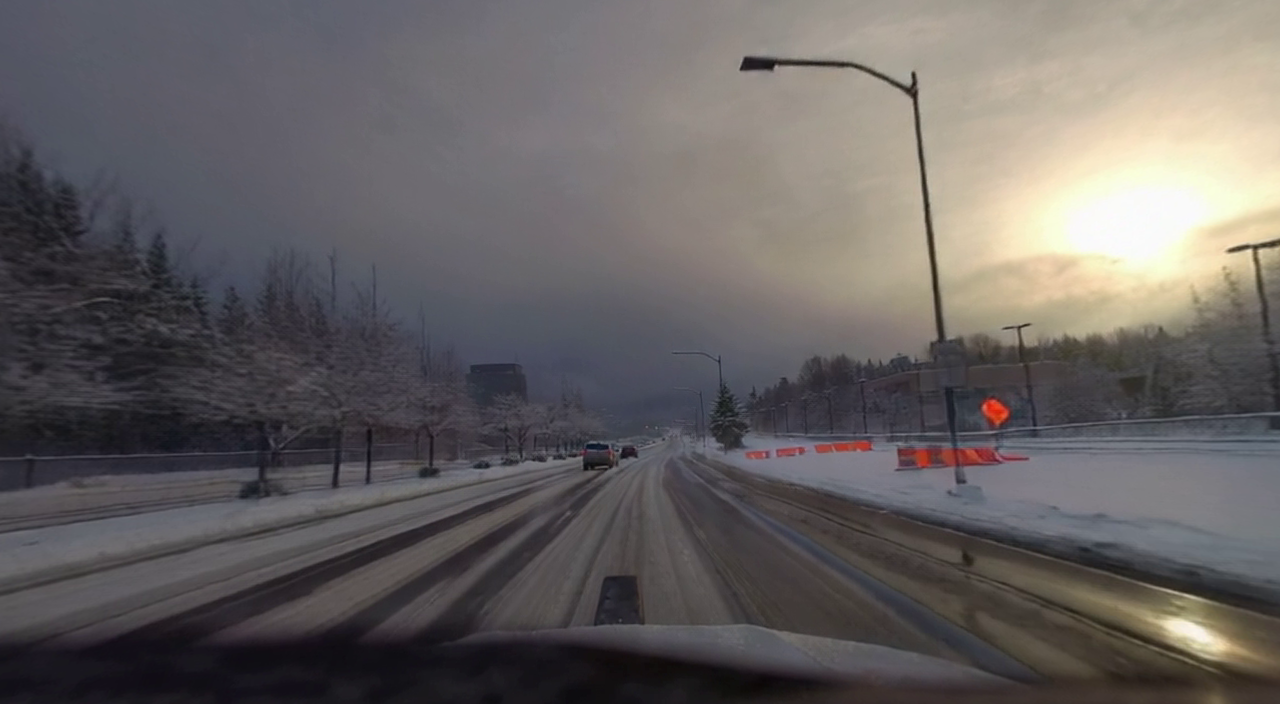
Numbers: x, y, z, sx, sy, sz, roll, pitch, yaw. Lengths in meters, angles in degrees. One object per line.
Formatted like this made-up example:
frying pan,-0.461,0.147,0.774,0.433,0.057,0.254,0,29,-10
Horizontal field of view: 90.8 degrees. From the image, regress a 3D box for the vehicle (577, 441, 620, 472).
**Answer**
vehicle,-2.311,5.994,36.407,2.121,1.654,3.993,0,-8,2
